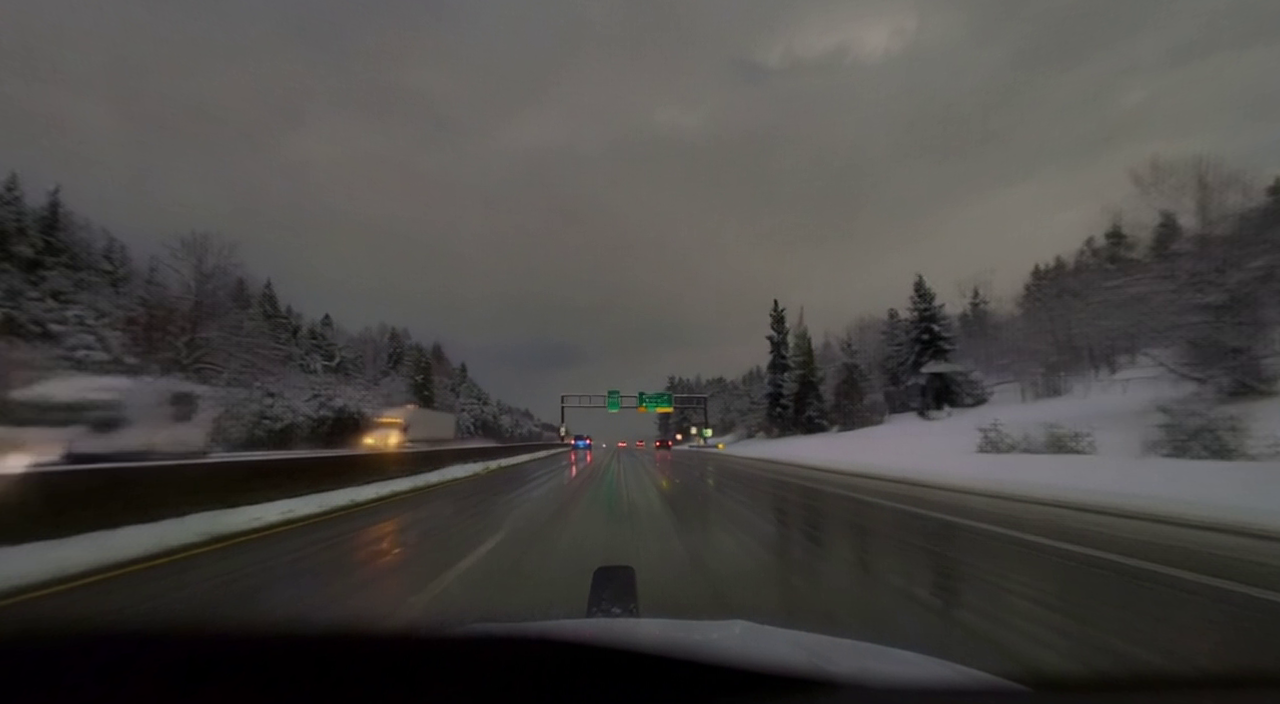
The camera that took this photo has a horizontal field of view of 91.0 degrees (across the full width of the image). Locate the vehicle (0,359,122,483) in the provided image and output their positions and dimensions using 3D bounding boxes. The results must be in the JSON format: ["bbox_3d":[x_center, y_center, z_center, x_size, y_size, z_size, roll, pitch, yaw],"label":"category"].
[{"bbox_3d":[-15.253,1.520,13.798,2.366,2.696,6.313,0,-8,0],"label":"vehicle"}]
